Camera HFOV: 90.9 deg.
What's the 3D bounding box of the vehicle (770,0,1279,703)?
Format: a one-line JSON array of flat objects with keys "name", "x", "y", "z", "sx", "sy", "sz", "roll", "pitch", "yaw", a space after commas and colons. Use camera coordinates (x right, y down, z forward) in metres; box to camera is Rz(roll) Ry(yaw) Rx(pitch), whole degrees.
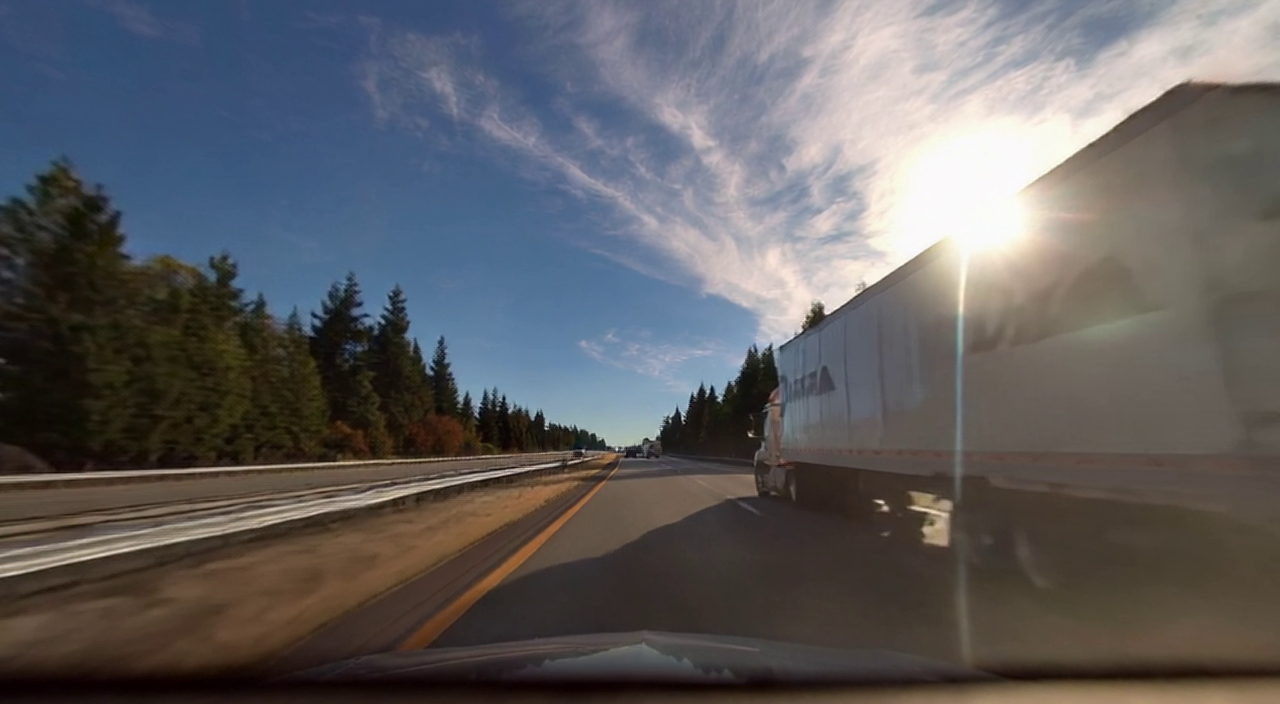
[{"name": "vehicle", "x": 4.076, "y": 0.660, "z": 6.959, "sx": 2.876, "sy": 3.419, "sz": 11.591, "roll": 0, "pitch": -9, "yaw": 0}]
